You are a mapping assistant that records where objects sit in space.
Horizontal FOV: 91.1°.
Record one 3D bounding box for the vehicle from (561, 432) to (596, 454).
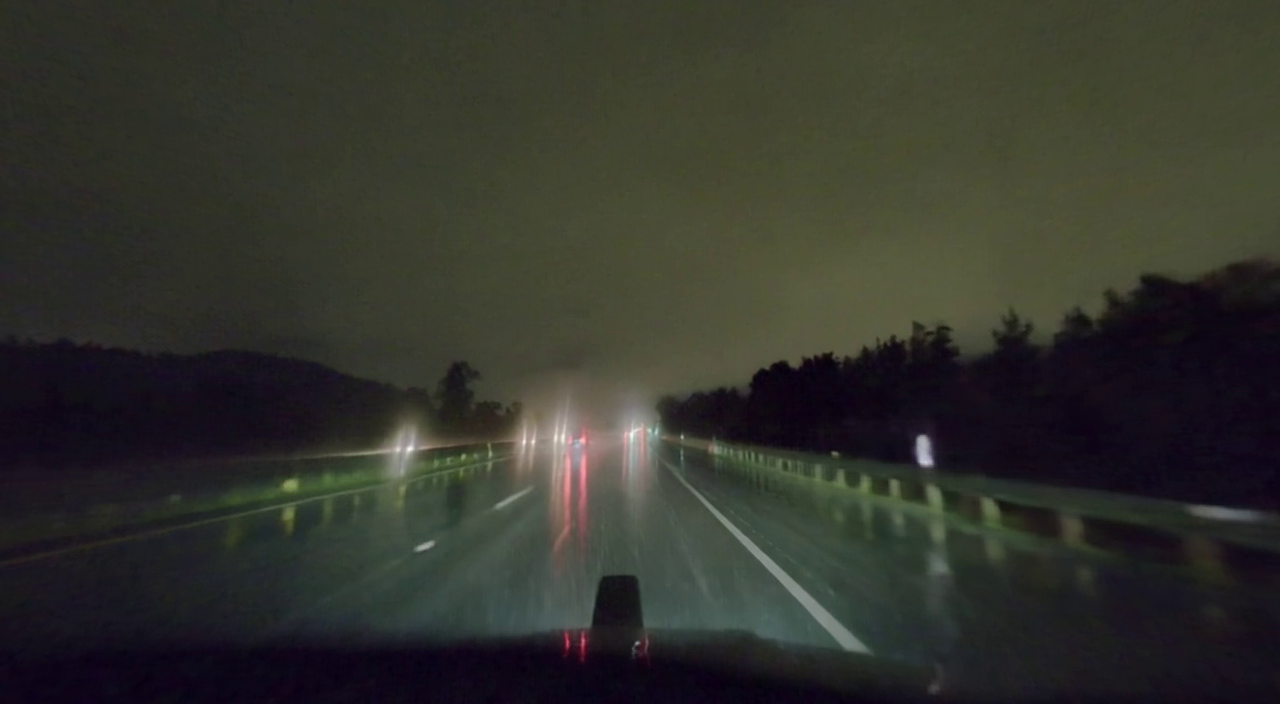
[{"bbox_3d":[-4.598,6.907,47.888,2.149,1.532,4.905,0,-8,0],"label":"vehicle"}]
